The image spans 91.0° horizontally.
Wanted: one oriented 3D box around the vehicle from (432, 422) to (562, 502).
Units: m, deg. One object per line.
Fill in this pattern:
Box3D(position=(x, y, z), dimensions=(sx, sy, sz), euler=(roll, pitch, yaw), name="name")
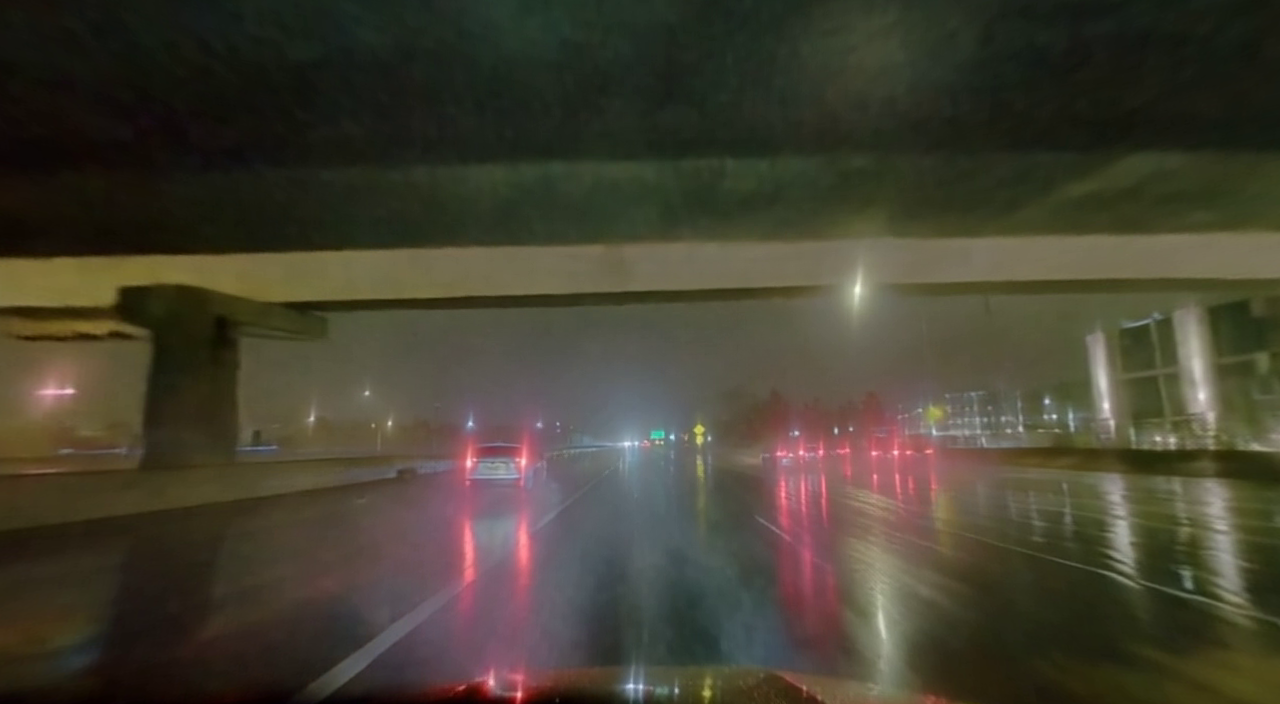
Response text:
Box3D(position=(-3.427, 2.760, 16.198), dimensions=(2.203, 1.734, 4.600), euler=(0, -9, 1), name="vehicle")
